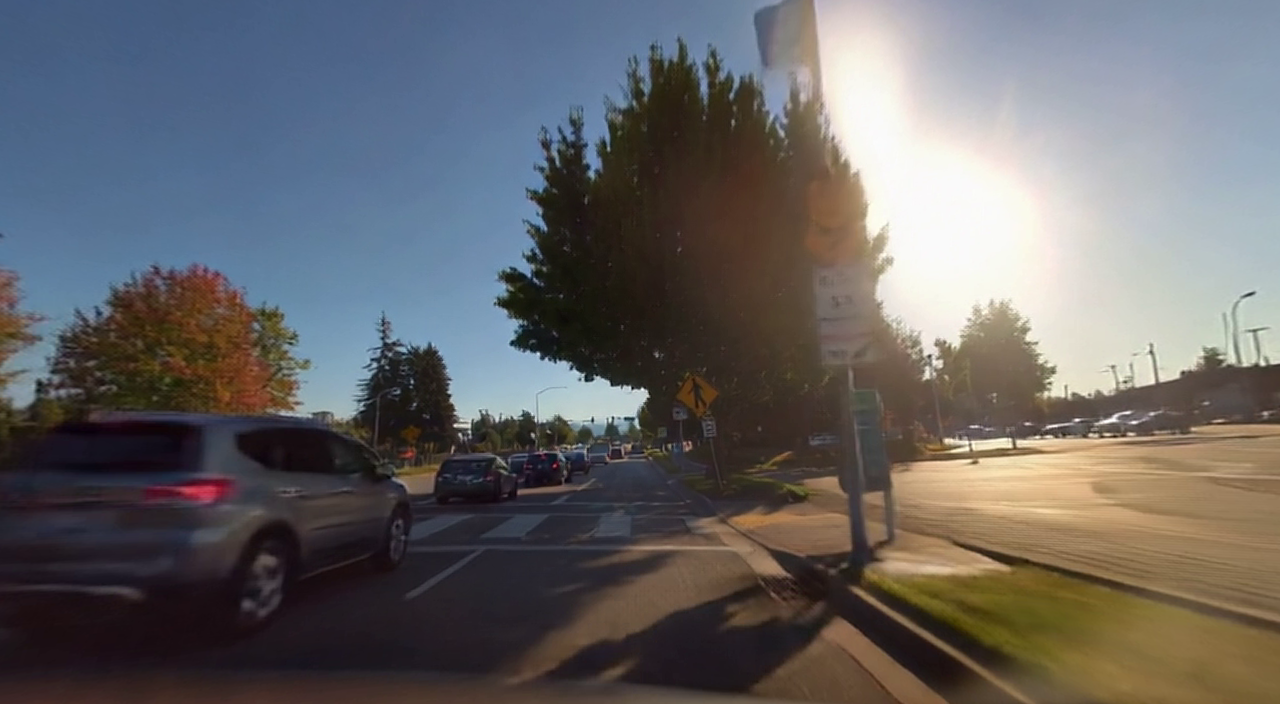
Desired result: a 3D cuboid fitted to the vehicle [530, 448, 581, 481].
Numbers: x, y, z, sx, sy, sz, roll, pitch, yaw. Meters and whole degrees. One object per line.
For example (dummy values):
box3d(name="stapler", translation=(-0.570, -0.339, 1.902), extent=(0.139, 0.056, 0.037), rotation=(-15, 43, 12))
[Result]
box3d(name="vehicle", translation=(-4.344, 5.876, 33.040), extent=(2.060, 1.580, 3.980), rotation=(0, -10, 1))

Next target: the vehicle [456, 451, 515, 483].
box3d(name="vehicle", translation=(-7.722, 5.802, 31.849), extent=(1.875, 1.479, 4.558), rotation=(0, -10, -1))

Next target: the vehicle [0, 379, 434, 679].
box3d(name="vehicle", translation=(-3.945, 1.458, 6.151), extent=(2.306, 1.815, 4.476), rotation=(0, -10, 0))
